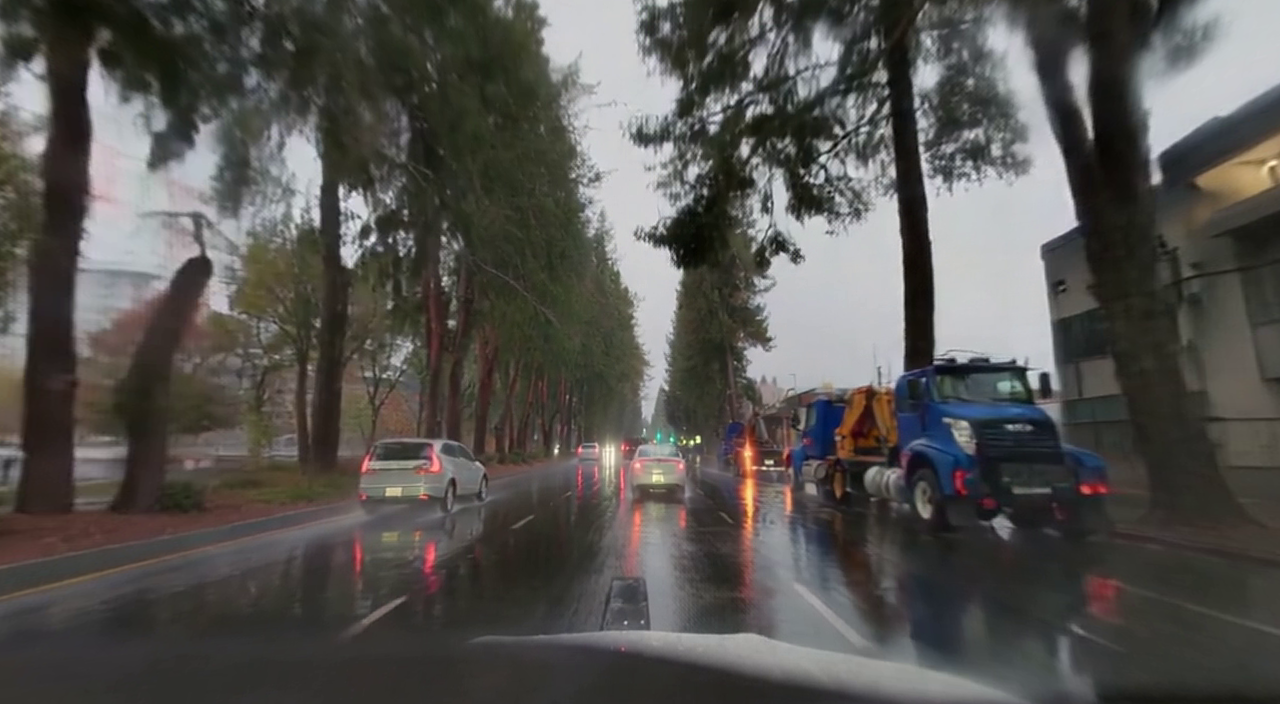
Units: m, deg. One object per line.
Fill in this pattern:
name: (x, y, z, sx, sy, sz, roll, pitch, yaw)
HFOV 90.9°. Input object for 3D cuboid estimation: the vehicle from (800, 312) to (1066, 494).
vehicle: (5.674, 1.273, 13.586, 2.736, 3.078, 5.825, 0, -8, -1)

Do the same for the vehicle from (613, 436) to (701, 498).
vehicle: (0.400, 3.026, 16.968, 2.086, 1.466, 4.026, 0, -8, 0)

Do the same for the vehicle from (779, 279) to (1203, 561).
vehicle: (5.633, 1.602, 13.570, 2.867, 3.600, 11.047, 0, -8, 1)

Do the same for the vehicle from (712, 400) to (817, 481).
vehicle: (5.557, 4.208, 30.023, 3.089, 3.258, 8.841, -1, -8, 0)

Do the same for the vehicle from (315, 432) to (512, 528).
vehicle: (-4.083, 2.383, 12.417, 2.003, 1.507, 4.808, 0, -8, 1)

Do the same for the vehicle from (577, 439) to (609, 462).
vehicle: (-3.530, 7.518, 48.048, 2.062, 1.641, 4.193, 0, -8, 2)
